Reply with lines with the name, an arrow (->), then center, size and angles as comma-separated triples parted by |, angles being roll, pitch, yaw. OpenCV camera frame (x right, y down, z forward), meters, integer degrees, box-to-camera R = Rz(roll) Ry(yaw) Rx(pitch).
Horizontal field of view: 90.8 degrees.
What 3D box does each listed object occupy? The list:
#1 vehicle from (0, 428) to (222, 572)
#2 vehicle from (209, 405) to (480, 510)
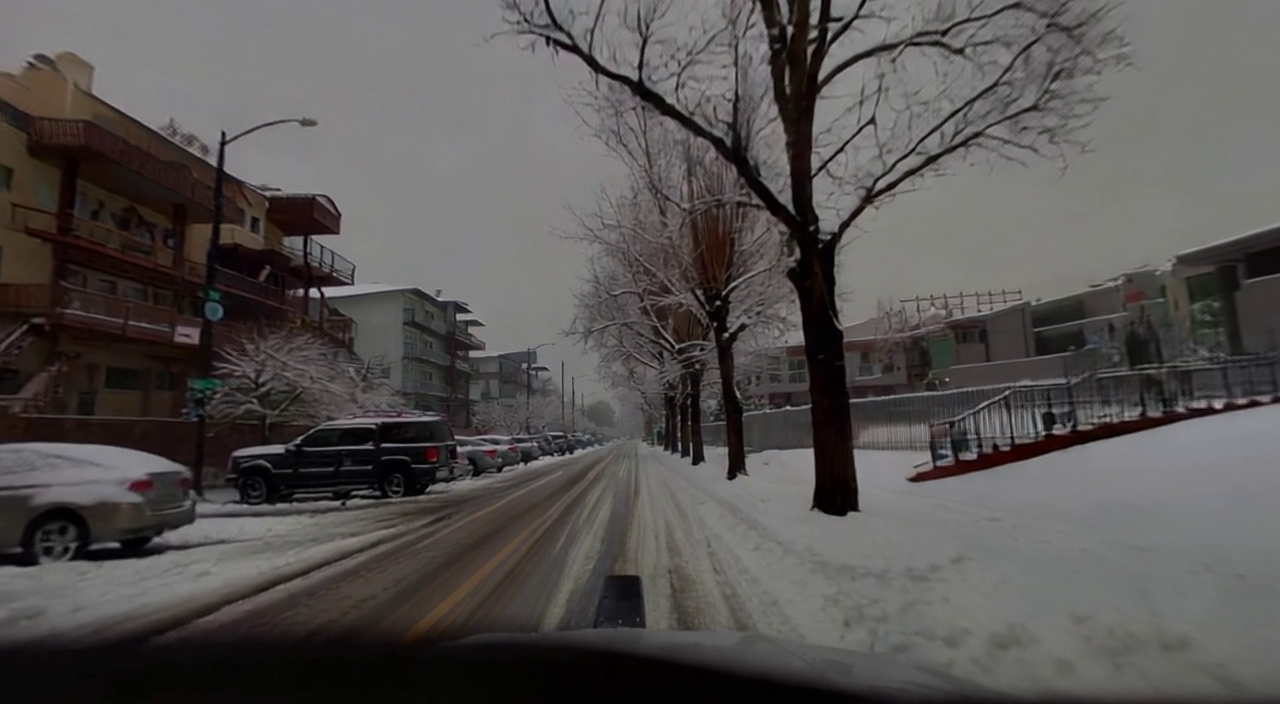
vehicle -> -8.077, 1.798, 8.054 | 4.065, 1.599, 1.890 | 0, -8, -3
vehicle -> -7.227, 2.656, 16.113 | 5.592, 2.439, 2.515 | 0, -9, -1
